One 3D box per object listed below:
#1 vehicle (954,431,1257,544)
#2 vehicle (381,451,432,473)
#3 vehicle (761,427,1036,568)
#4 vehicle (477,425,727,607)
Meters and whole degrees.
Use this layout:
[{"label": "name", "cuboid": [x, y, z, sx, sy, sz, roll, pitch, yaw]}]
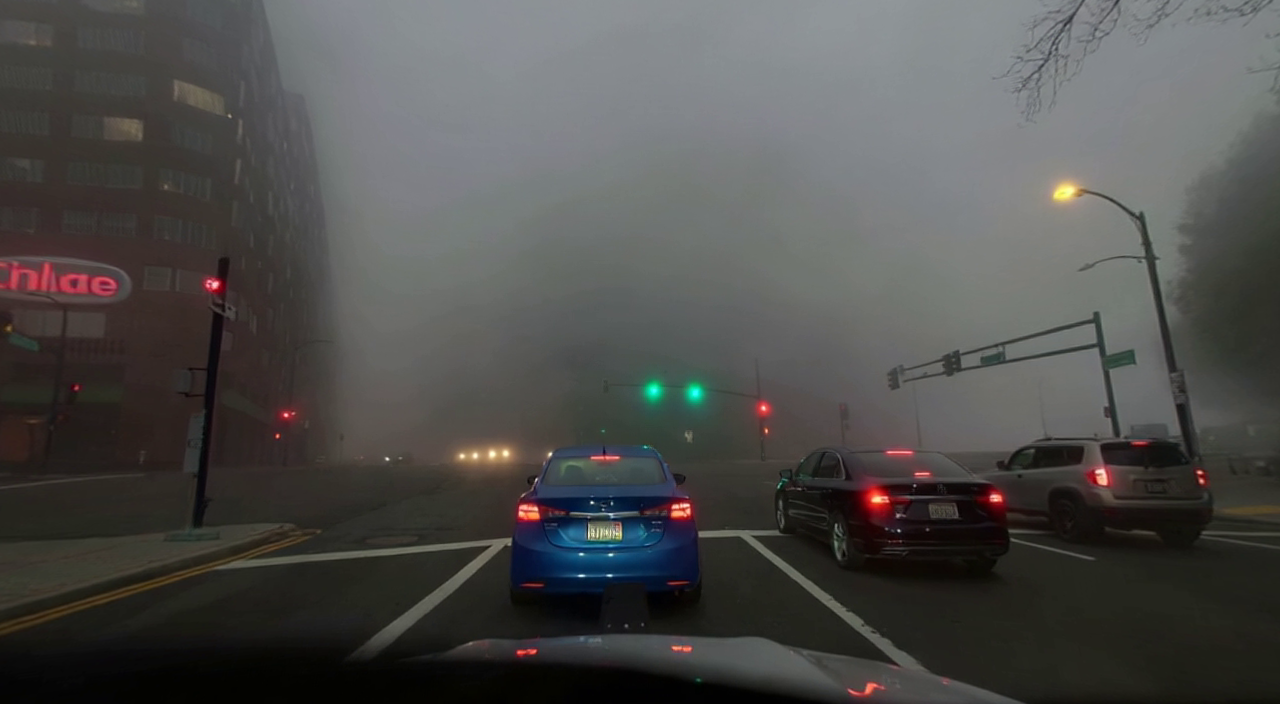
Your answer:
[{"label": "vehicle", "cuboid": [7.451, 2.166, 10.788, 1.908, 1.517, 4.182, 0, -8, -1]}, {"label": "vehicle", "cuboid": [-17.038, 8.027, 46.307, 2.048, 1.463, 4.530, 0, -8, -1]}, {"label": "vehicle", "cuboid": [3.221, 1.889, 8.973, 2.042, 1.508, 4.109, 0, -8, -2]}, {"label": "vehicle", "cuboid": [-0.362, 1.655, 7.292, 2.059, 1.477, 3.988, 0, -8, -1]}]
